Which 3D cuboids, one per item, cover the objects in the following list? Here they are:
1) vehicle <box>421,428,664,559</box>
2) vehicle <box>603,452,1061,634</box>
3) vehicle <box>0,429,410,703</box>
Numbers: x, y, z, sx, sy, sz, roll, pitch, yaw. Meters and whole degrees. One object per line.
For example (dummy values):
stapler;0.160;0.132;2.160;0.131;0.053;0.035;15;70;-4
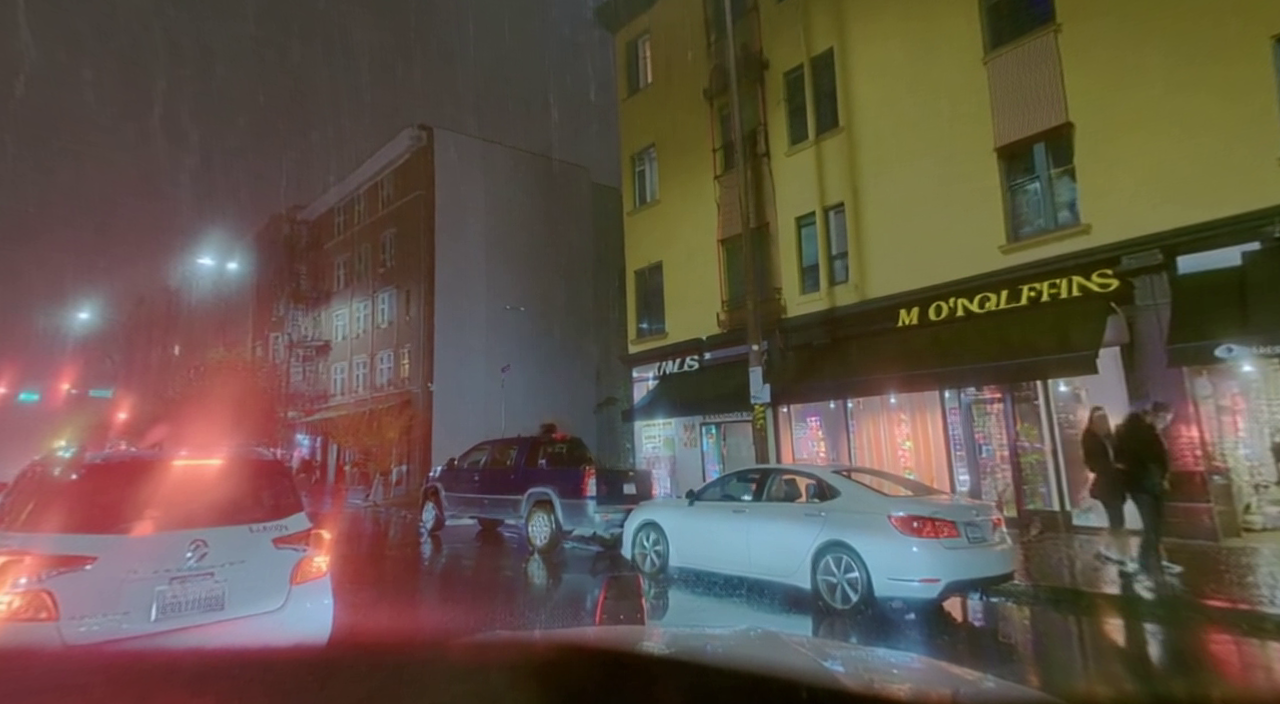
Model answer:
vehicle;-1.904;2.359;11.320;4.580;1.853;1.862;-8;-12;43
vehicle;1.907;1.926;7.513;4.830;1.421;1.826;-8;-11;42
vehicle;-3.535;1.309;4.263;4.330;1.458;1.932;-8;-12;43
